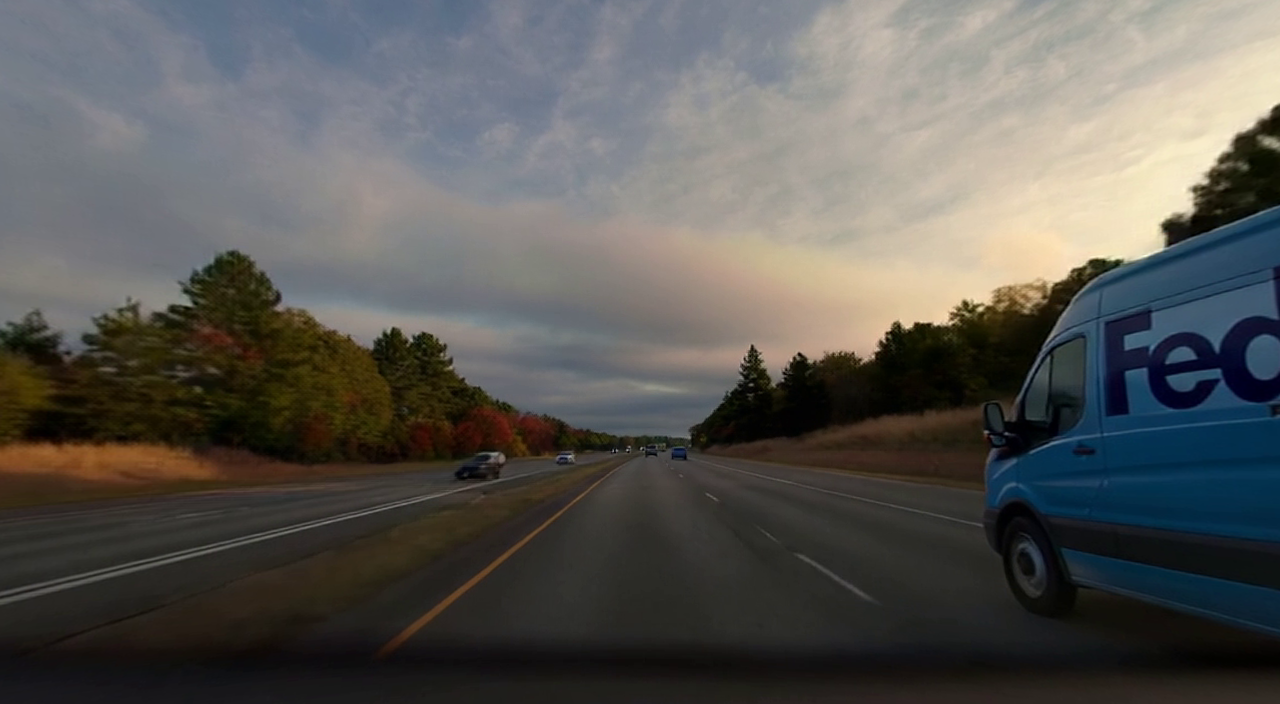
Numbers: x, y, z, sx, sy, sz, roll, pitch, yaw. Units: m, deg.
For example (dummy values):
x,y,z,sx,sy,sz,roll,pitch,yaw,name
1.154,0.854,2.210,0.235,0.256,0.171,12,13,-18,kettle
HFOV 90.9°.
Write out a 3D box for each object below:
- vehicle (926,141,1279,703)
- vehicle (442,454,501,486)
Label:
x,y,z,sx,sy,sz,roll,pitch,yaw,name
3.905,0.411,2.562,2.522,2.556,6.180,0,-9,0,vehicle
-8.535,5.999,32.305,1.874,1.459,4.047,0,-9,1,vehicle
